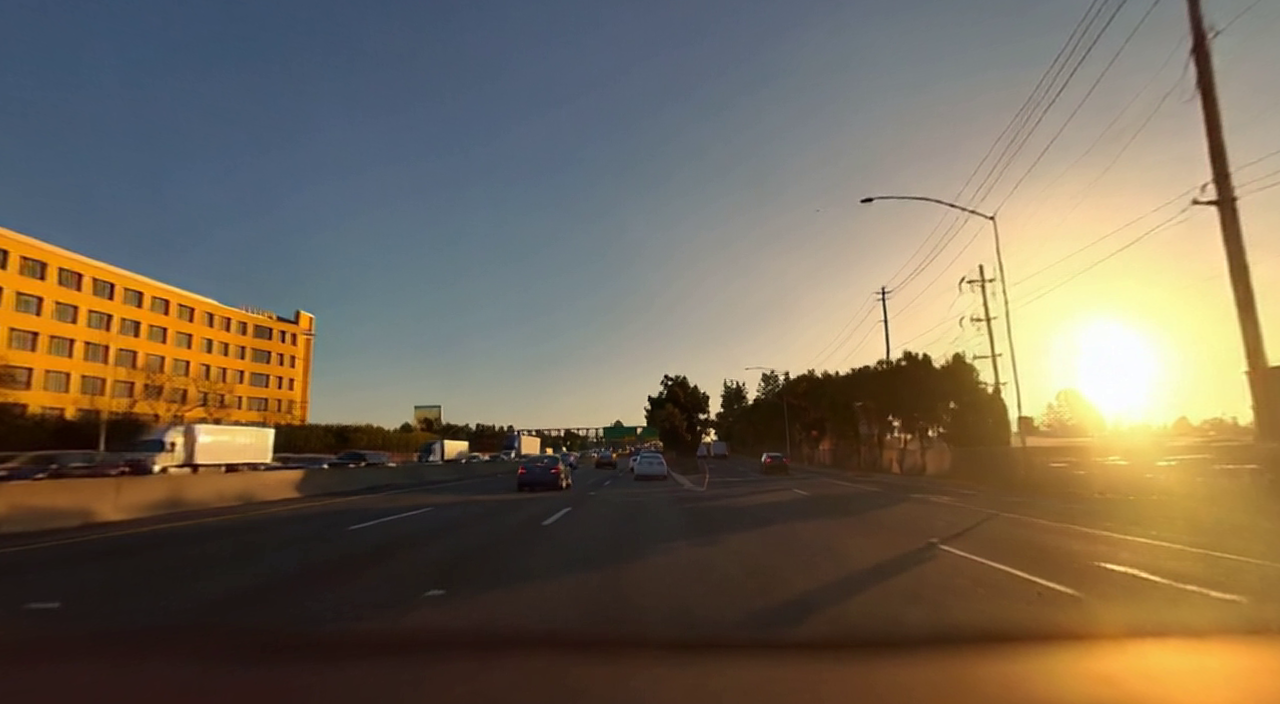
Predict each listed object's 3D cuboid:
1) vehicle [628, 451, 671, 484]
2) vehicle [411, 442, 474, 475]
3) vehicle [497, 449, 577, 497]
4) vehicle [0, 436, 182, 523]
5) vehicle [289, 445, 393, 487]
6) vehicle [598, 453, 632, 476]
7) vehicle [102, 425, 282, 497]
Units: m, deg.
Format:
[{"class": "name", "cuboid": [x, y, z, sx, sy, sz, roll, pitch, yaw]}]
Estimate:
[{"class": "vehicle", "cuboid": [0.505, 5.939, 32.763, 2.107, 1.538, 3.999, -1, -8, 1]}, {"class": "vehicle", "cuboid": [-12.599, 6.794, 40.663, 2.133, 1.970, 5.950, -1, -8, 0]}, {"class": "vehicle", "cuboid": [-3.644, 4.362, 23.169, 2.059, 1.508, 4.662, -1, -8, 1]}, {"class": "vehicle", "cuboid": [-12.457, 2.600, 13.446, 1.991, 1.537, 4.464, 0, -8, 0]}, {"class": "vehicle", "cuboid": [-12.505, 4.772, 26.794, 2.037, 1.574, 4.757, -1, -8, 1]}, {"class": "vehicle", "cuboid": [-1.745, 8.024, 45.343, 2.034, 1.466, 4.363, -1, -8, 4]}, {"class": "vehicle", "cuboid": [-16.847, 4.115, 24.372, 2.289, 2.356, 6.251, -1, -8, 1]}]
